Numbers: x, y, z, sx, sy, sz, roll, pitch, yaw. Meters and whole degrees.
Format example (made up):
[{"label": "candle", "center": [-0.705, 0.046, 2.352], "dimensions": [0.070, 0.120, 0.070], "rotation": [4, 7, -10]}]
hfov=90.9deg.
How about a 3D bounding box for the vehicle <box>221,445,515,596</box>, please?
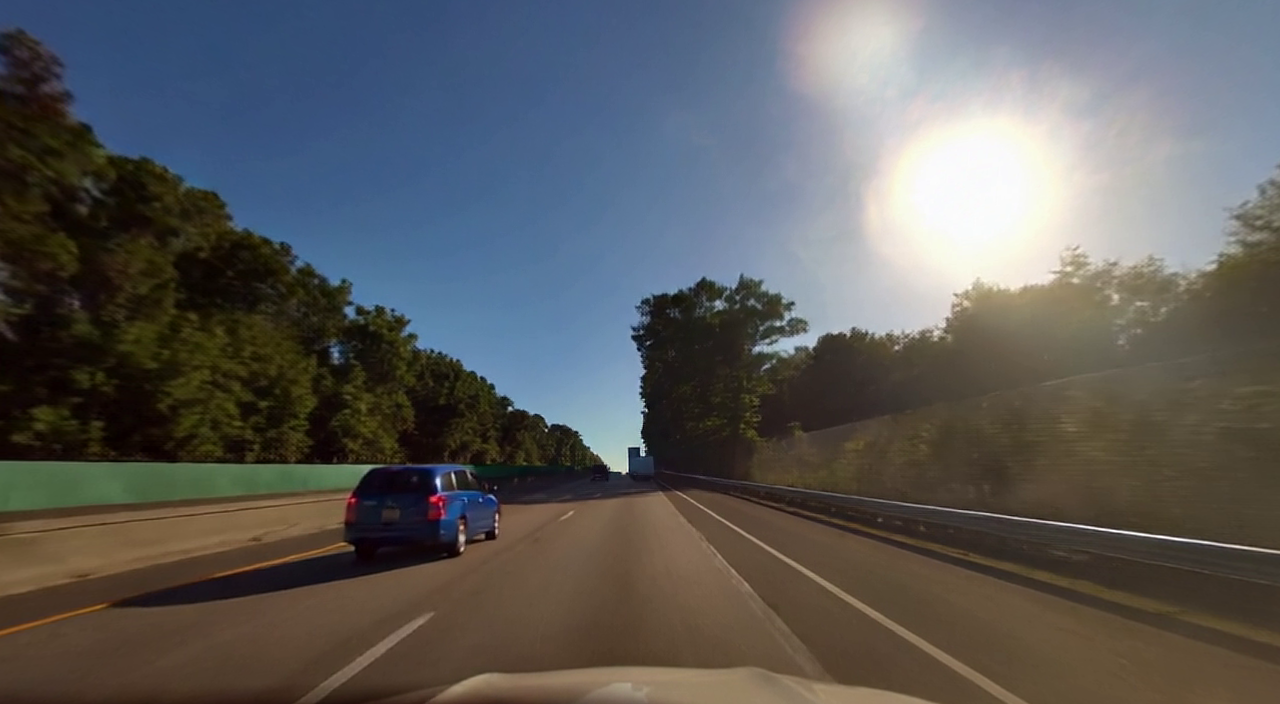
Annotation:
[{"label": "vehicle", "center": [-3.206, 2.126, 8.668], "dimensions": [2.038, 1.490, 4.391], "rotation": [1, -11, 0]}]
